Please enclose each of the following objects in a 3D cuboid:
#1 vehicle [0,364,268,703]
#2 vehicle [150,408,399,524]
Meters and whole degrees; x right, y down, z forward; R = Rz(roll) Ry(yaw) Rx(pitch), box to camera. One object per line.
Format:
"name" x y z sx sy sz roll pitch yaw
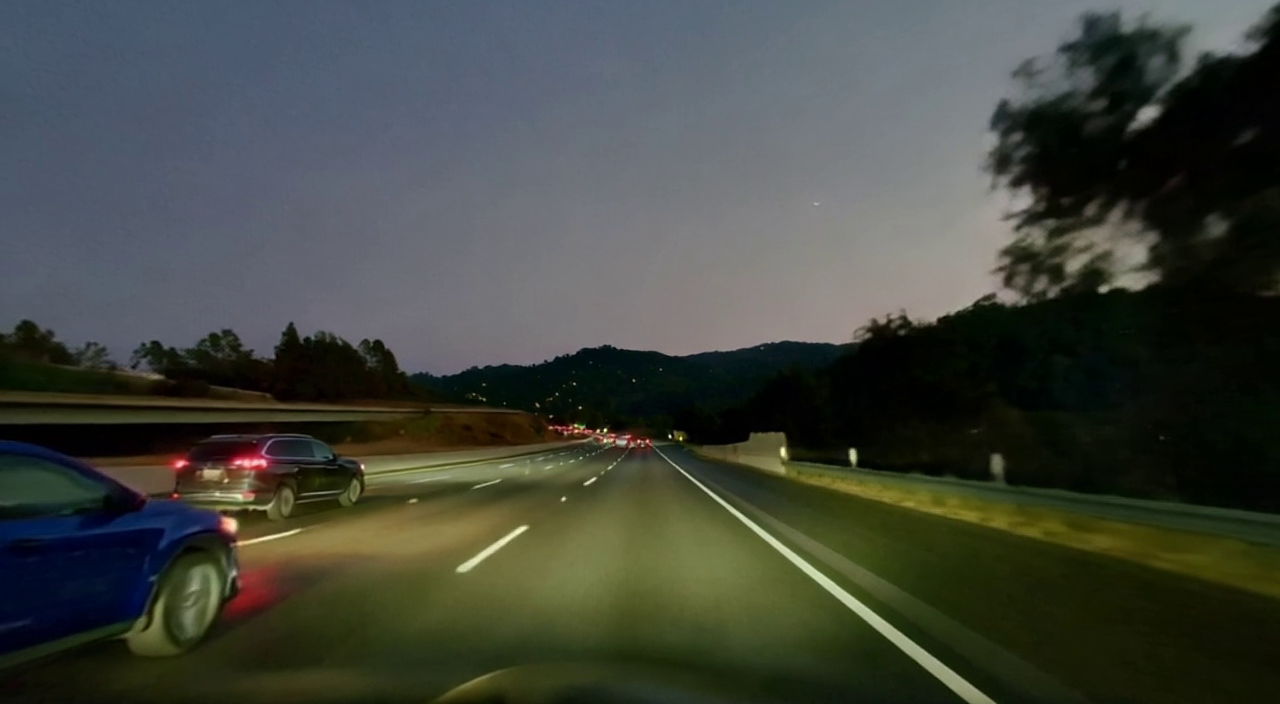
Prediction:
"vehicle" -3.712 0.847 2.374 1.983 1.663 4.290 0 -9 0
"vehicle" -7.120 2.291 13.144 2.151 1.925 4.945 0 -9 1
